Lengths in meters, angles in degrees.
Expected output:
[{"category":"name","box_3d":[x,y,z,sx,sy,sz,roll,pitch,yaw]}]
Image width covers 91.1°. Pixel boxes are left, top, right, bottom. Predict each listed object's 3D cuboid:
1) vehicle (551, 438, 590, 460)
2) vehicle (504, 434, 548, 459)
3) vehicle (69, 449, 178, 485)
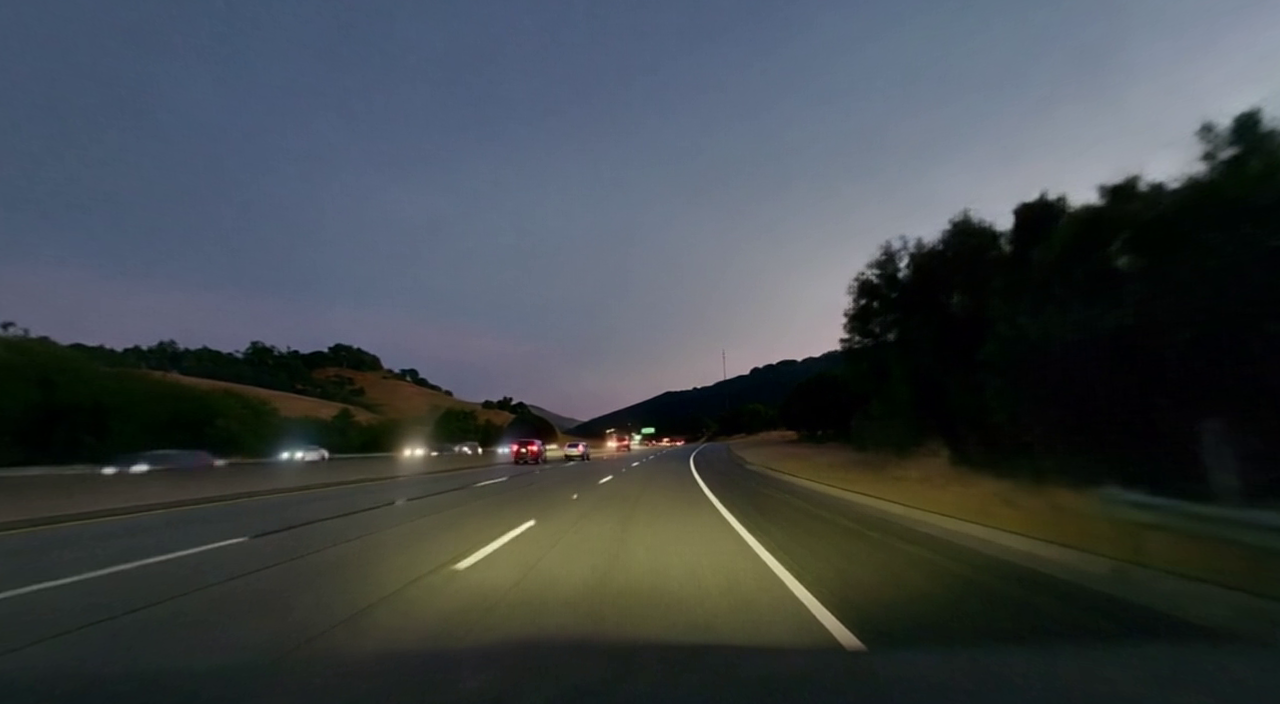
[{"category":"vehicle","box_3d":[-5.058,7.145,46.370,2.010,1.489,4.456,-1,-9,5]},{"category":"vehicle","box_3d":[-8.544,7.132,47.501,2.063,1.743,4.392,-1,-9,6]},{"category":"vehicle","box_3d":[-21.540,4.780,26.351,1.573,1.361,3.355,0,-8,4]}]
